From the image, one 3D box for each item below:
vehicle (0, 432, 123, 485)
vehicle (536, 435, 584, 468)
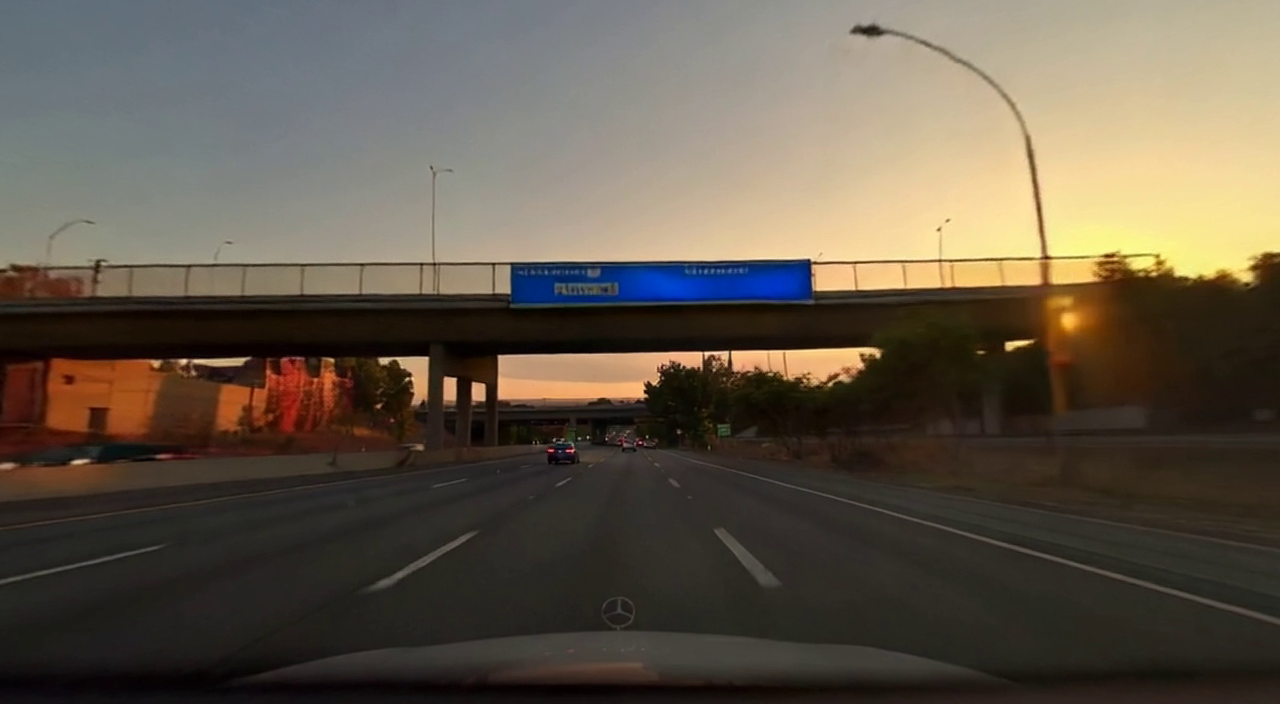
[{"bbox_3d":[-17.445,3.091,18.631,1.532,1.391,3.350,0,-8,-1],"label":"vehicle"},{"bbox_3d":[-4.454,5.612,35.811,2.102,1.727,4.704,0,-8,0],"label":"vehicle"}]
